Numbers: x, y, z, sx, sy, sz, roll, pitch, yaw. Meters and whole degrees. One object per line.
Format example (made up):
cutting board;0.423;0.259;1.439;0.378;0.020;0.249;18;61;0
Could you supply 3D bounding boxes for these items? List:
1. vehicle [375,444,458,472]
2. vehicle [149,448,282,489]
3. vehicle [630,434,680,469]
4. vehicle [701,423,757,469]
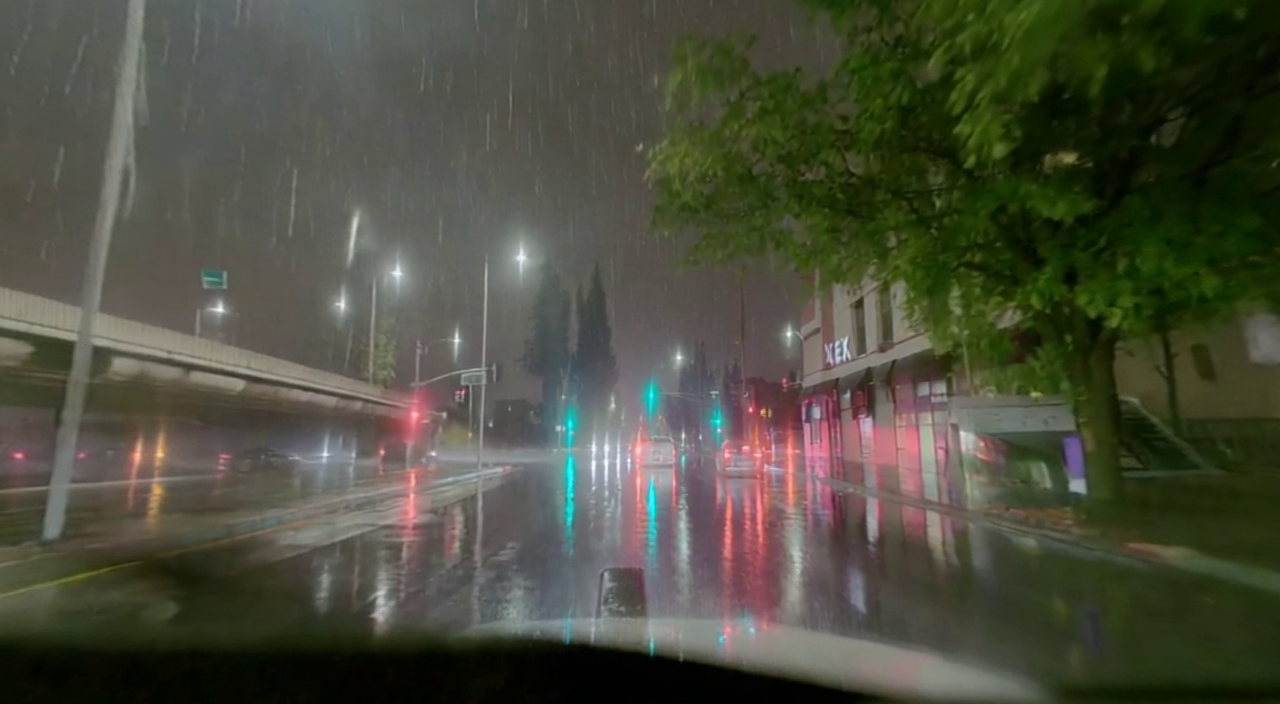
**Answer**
vehicle;-13.229;6.277;37.577;1.860;1.543;4.302;-6;-10;35
vehicle;-18.962;5.180;28.448;1.832;1.611;4.546;-5;-9;28
vehicle;0.645;4.511;28.747;2.101;1.467;4.210;0;-8;0
vehicle;4.151;4.484;30.095;2.080;1.999;4.379;0;-8;0
